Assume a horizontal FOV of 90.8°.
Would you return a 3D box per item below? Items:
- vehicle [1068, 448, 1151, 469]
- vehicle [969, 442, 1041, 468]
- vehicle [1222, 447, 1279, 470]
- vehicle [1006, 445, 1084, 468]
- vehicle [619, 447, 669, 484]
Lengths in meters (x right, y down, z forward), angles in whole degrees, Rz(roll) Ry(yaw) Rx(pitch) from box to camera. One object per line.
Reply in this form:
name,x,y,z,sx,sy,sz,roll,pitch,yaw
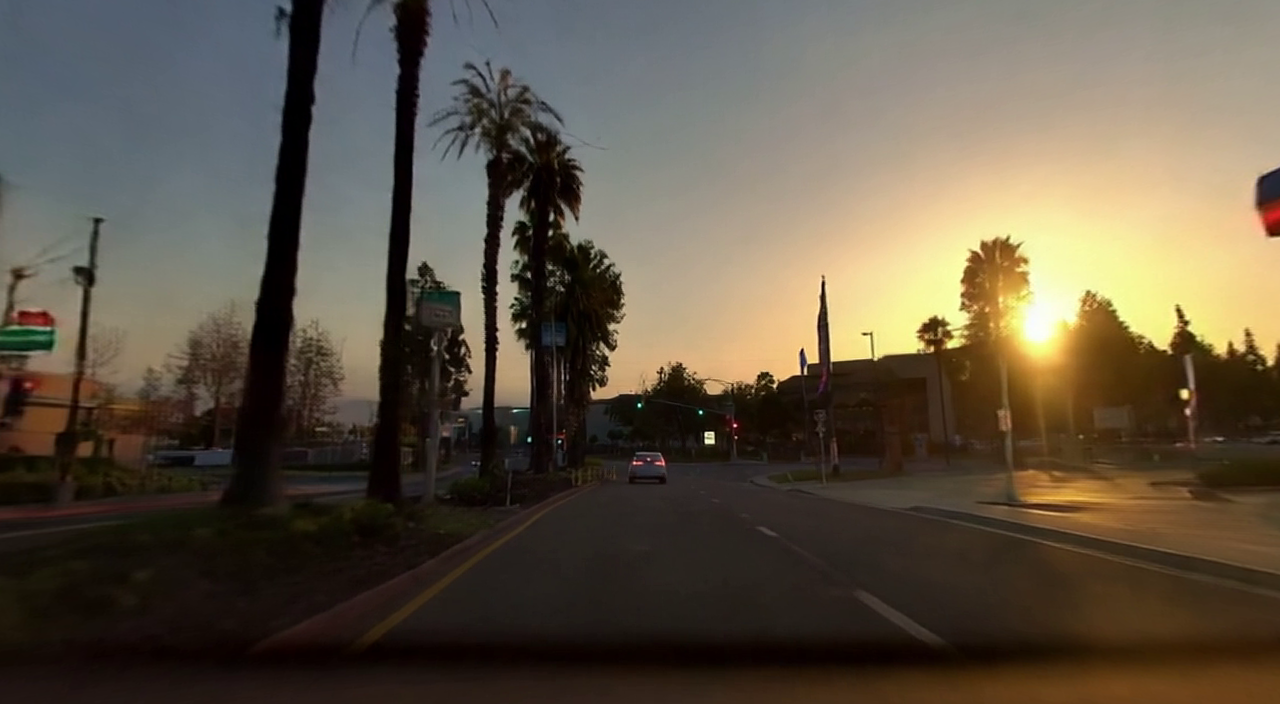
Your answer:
vehicle,34.541,7.827,46.544,4.349,1.460,2.027,0,-10,4
vehicle,28.440,8.018,49.296,4.381,1.892,1.942,0,-9,1
vehicle,45.730,7.758,46.097,4.424,1.624,1.873,0,-9,2
vehicle,29.968,7.727,46.861,4.377,1.633,1.834,0,-9,4
vehicle,0.110,5.058,28.407,2.073,1.525,4.809,1,-9,-1
